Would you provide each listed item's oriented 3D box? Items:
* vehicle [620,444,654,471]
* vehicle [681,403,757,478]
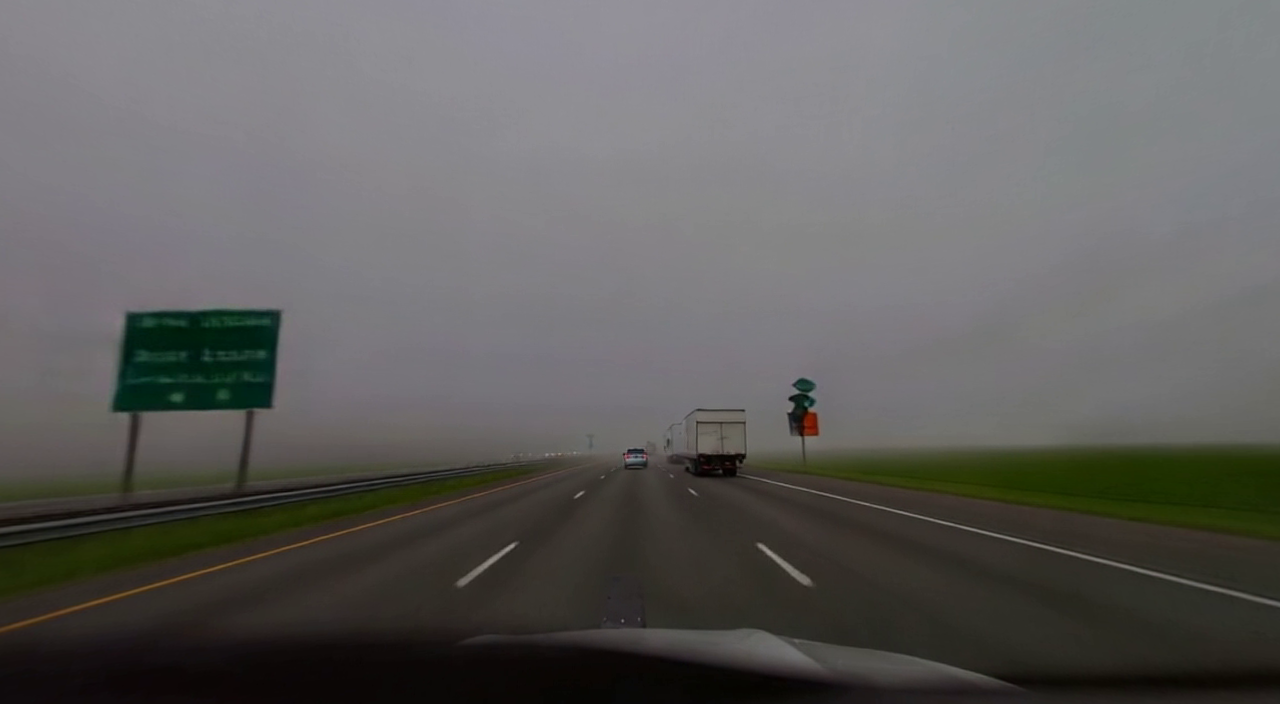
[{"bbox_3d":[-0.162,6.998,41.824,2.151,1.678,3.923,0,-9,0],"label":"vehicle"},{"bbox_3d":[4.026,4.866,34.368,2.931,3.530,8.760,0,-9,0],"label":"vehicle"}]
